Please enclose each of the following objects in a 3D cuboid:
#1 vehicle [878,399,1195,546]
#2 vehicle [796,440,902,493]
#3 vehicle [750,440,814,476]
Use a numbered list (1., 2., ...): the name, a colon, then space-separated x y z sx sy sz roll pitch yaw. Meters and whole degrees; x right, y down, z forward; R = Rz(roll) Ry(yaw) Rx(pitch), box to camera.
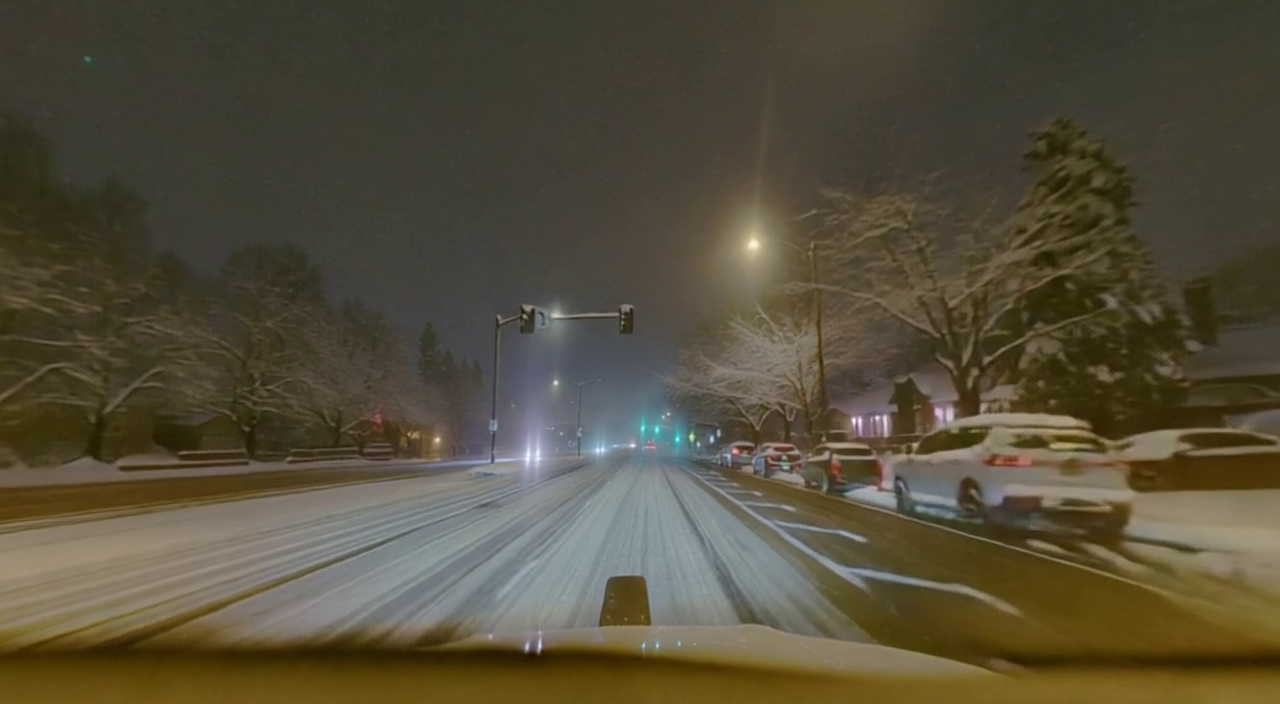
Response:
1. vehicle: 6.220 1.967 10.940 2.293 1.942 5.004 0 -8 1
2. vehicle: 6.366 3.513 19.768 1.936 1.456 4.445 0 -8 2
3. vehicle: 6.473 4.866 29.197 1.976 1.498 4.390 0 -8 1
